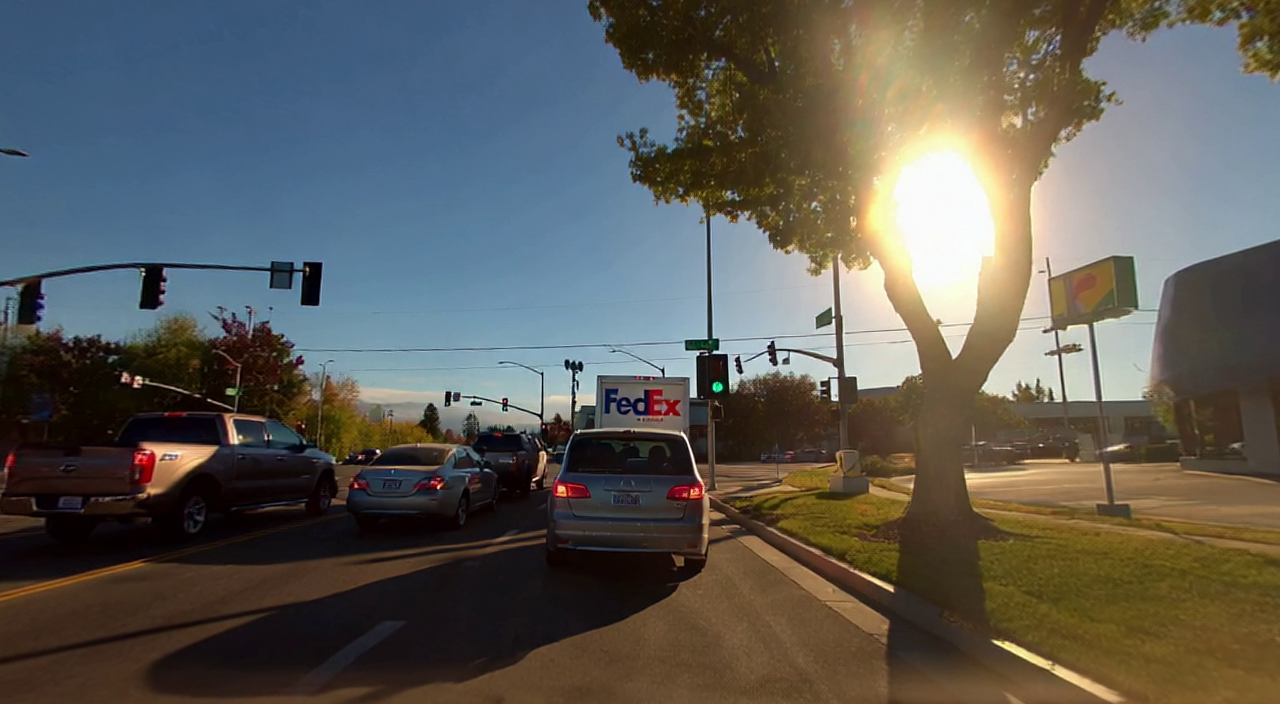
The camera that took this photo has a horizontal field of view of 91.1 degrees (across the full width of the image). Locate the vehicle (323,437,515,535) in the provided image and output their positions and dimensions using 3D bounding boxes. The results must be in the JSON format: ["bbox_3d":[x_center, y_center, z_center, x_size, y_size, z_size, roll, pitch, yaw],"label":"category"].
[{"bbox_3d":[-3.863,2.395,11.937,1.949,1.487,4.390,0,-9,1],"label":"vehicle"}]

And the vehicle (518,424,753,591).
[{"bbox_3d":[-0.043,1.747,7.950,2.145,1.513,4.269,0,-9,0],"label":"vehicle"}]

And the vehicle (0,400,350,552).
[{"bbox_3d":[-7.283,1.979,10.743,2.125,1.893,5.498,0,-9,-2],"label":"vehicle"}]

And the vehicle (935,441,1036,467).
[{"bbox_3d":[20.222,5.989,36.873,4.794,1.481,1.968,0,-8,-3],"label":"vehicle"}]

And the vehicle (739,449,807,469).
[{"bbox_3d":[10.283,8.286,48.658,4.841,1.494,1.829,1,-9,-5],"label":"vehicle"}]
